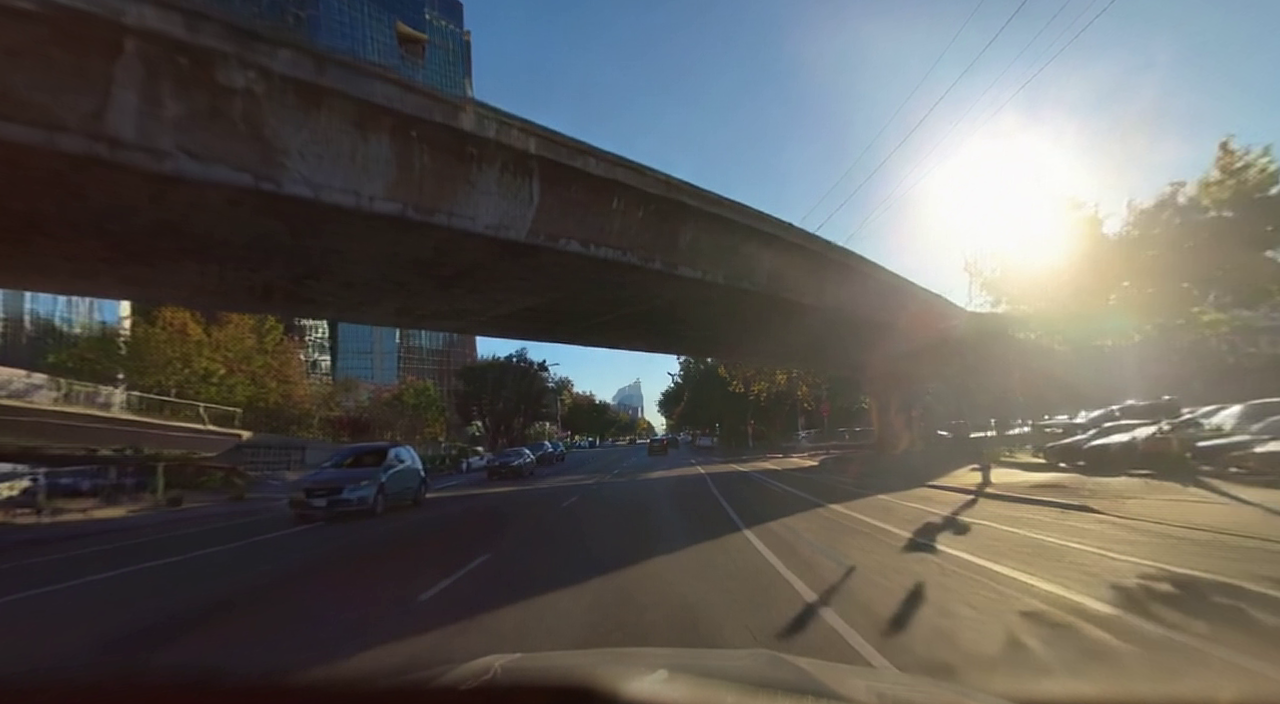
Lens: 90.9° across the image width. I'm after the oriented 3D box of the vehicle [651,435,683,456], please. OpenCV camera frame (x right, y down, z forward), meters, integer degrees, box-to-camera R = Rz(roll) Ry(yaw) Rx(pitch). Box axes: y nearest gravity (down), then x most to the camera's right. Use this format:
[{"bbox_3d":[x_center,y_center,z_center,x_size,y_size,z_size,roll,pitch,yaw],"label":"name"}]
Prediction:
[{"bbox_3d":[2.068,7.064,47.484,2.280,1.475,4.051,-1,-8,4],"label":"vehicle"}]
